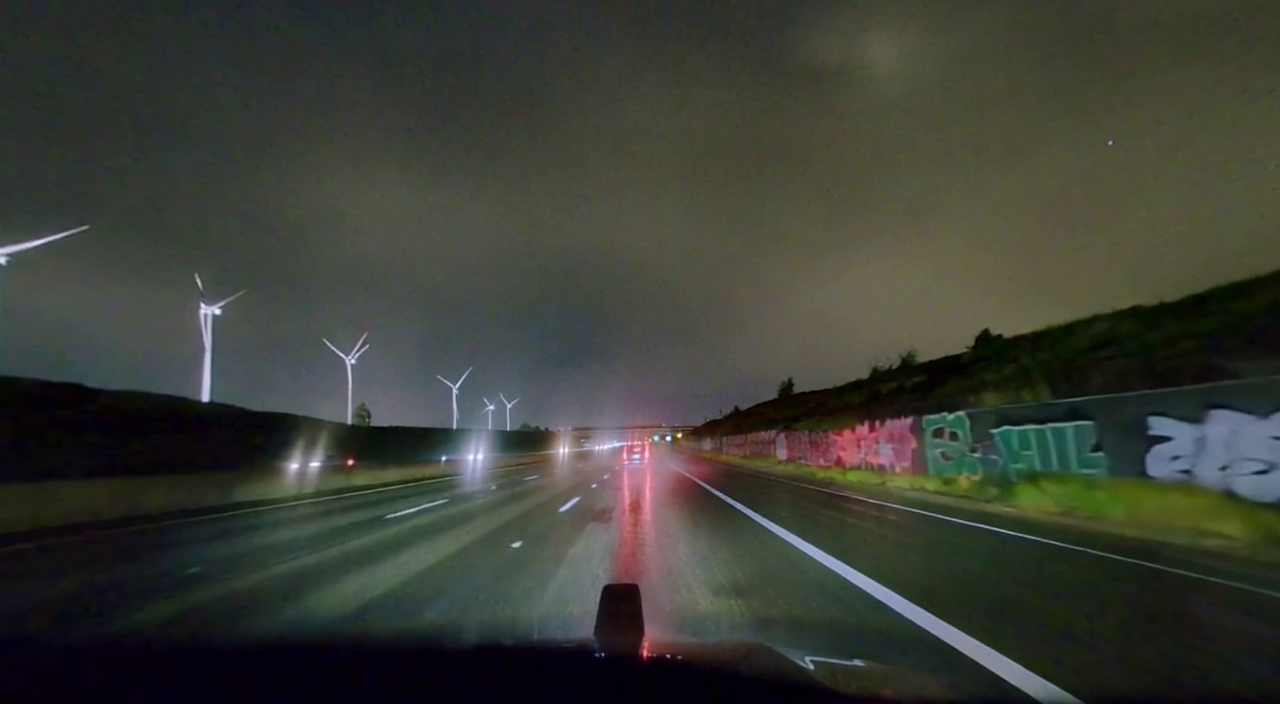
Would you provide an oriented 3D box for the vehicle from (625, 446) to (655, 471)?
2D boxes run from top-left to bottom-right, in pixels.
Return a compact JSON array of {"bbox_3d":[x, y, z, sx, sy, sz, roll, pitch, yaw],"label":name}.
[{"bbox_3d":[0.013,6.991,41.549,1.870,1.481,4.234,0,-9,0],"label":"vehicle"}]

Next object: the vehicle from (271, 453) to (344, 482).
[{"bbox_3d":[-18.589,6.477,35.518,1.854,1.489,4.070,0,-9,1],"label":"vehicle"}]
